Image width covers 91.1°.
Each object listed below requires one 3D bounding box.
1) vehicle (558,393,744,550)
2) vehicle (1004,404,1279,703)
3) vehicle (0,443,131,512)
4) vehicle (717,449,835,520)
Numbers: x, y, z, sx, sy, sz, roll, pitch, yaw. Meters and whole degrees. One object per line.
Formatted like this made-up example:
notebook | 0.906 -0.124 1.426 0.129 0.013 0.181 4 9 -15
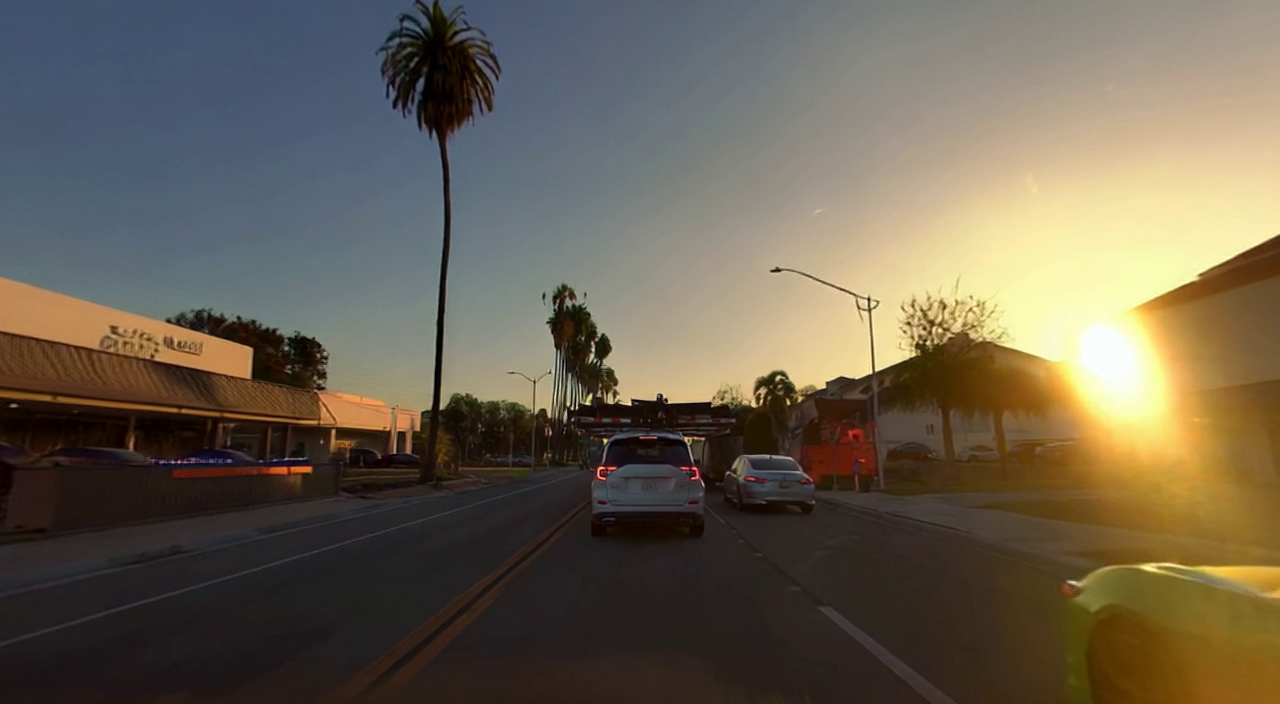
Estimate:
vehicle | 0.187 2.246 12.579 2.728 2.305 6.506 0 -9 1
vehicle | 2.997 0.755 0.746 2.171 1.520 4.853 0 -8 -1
vehicle | -15.147 2.912 14.825 4.490 1.500 1.875 0 -9 -2
vehicle | 3.205 3.205 15.748 2.010 1.499 4.107 0 -9 0
